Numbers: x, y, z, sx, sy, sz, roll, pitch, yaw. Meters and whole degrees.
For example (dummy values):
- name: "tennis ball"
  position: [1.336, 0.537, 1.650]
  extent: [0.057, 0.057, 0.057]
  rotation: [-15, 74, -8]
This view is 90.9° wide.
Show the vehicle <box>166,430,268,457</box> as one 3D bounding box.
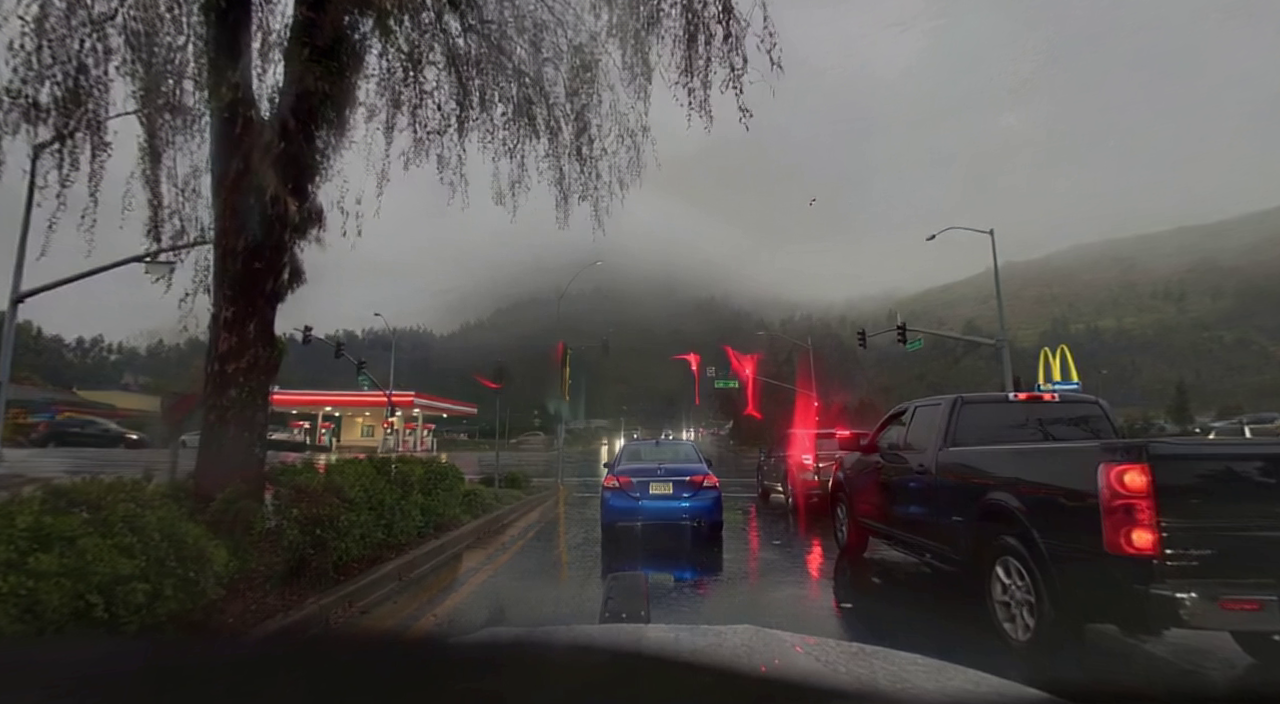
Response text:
- name: "vehicle"
  position: [-23.098, 5.032, 34.487]
  extent: [4.326, 1.420, 1.798]
  rotation: [-1, -8, 4]

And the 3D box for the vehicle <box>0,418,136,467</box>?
- name: "vehicle"
  position: [-21.972, 3.360, 23.451]
  extent: [4.742, 1.720, 2.107]
  rotation: [-1, -8, 4]

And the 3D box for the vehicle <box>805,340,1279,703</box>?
- name: "vehicle"
  position: [3.560, 1.311, 6.130]
  extent: [2.277, 1.871, 6.143]
  rotation: [0, -8, 0]

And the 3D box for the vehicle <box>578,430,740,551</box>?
- name: "vehicle"
  position: [0.231, 2.016, 9.869]
  extent: [2.027, 1.494, 3.824]
  rotation: [0, -8, 0]
